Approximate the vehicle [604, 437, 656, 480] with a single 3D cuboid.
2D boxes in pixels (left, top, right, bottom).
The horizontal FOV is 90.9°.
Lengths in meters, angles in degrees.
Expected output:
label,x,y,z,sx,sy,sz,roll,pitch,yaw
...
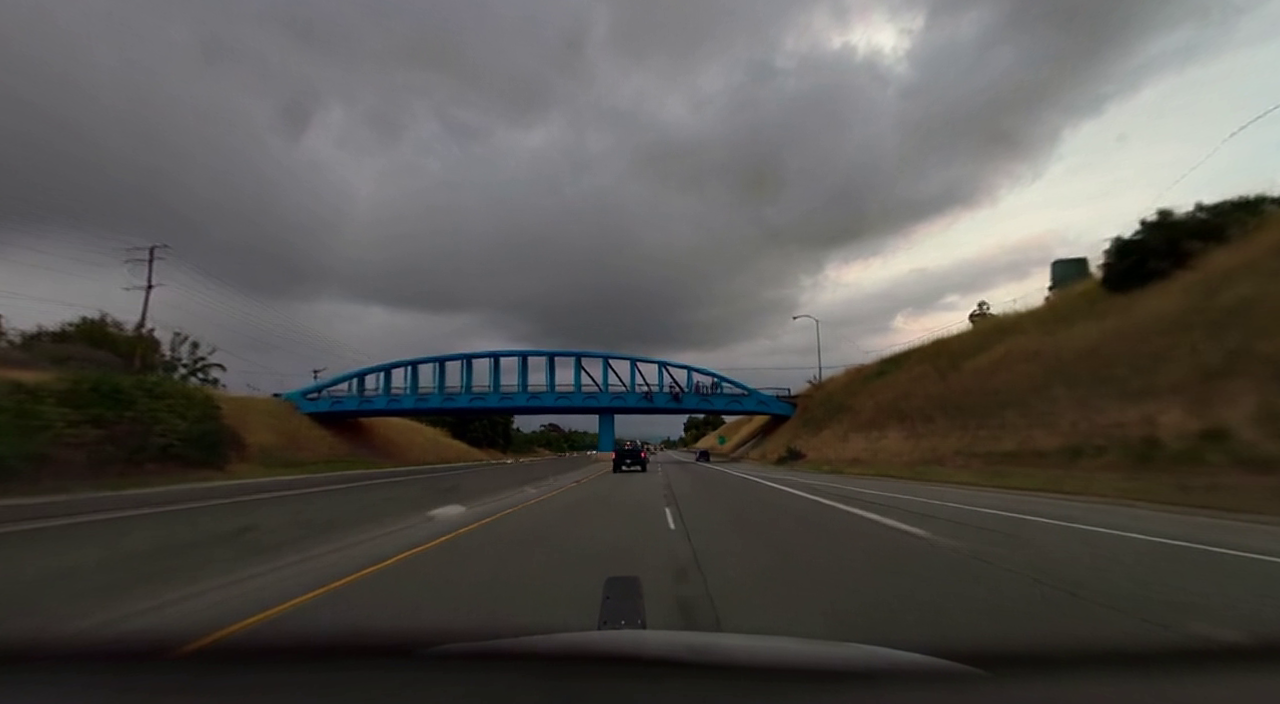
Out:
label,x,y,z,sx,sy,sz,roll,pitch,yaw
vehicle,-0.397,5.306,31.668,2.369,1.948,5.343,0,-9,2
